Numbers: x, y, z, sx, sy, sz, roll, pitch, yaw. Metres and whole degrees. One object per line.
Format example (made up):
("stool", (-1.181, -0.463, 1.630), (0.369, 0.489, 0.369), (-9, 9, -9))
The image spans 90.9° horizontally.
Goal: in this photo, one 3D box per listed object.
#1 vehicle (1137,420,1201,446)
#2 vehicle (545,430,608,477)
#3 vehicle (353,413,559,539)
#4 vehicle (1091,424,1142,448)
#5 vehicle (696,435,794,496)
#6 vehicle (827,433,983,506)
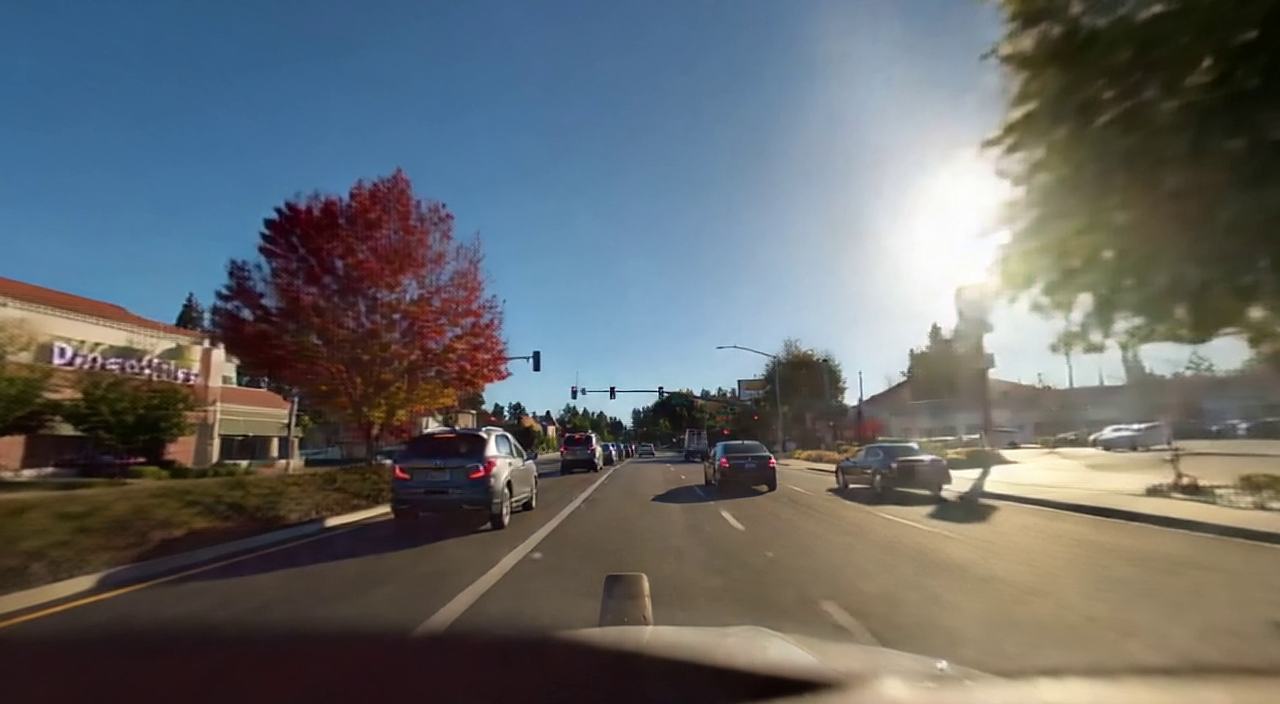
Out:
("vehicle", (33.944, 5.223, 40.544), (1.983, 1.520, 4.391), (-3, -9, 25))
("vehicle", (-2.547, 4.225, 26.396), (2.117, 1.799, 4.442), (0, -9, 1))
("vehicle", (-2.812, 2.041, 10.905), (2.141, 1.719, 4.379), (0, -9, 1))
("vehicle", (31.036, 5.522, 41.168), (1.787, 1.423, 4.347), (-4, -10, 26))
("vehicle", (2.815, 3.172, 17.904), (2.004, 1.512, 4.206), (0, -9, 0))
("vehicle", (6.377, 2.888, 15.908), (1.881, 1.540, 4.750), (0, -9, 0))
